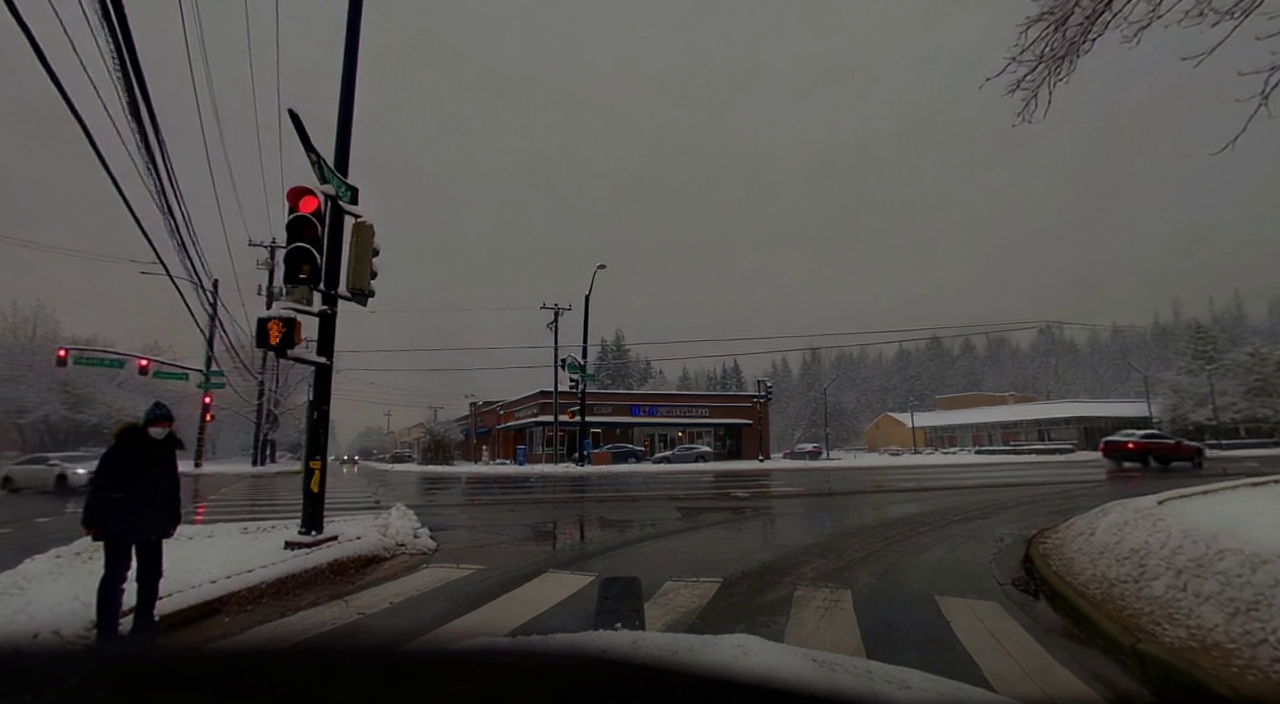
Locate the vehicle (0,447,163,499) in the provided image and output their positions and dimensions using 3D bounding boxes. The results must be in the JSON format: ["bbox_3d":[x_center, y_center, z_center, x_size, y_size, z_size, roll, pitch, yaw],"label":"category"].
[{"bbox_3d":[-17.480,3.673,19.587,4.799,1.438,1.899,-3,-9,21],"label":"vehicle"}]

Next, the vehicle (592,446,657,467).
[{"bbox_3d":[-1.136,7.542,45.817,4.391,1.451,1.717,4,-9,-25],"label":"vehicle"}]

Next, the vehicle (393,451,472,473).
[{"bbox_3d":[-14.101,7.445,42.997,4.837,1.407,1.818,4,-9,-26],"label":"vehicle"}]

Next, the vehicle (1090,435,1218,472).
[{"bbox_3d":[22.137,4.335,27.225,4.700,1.479,2.095,3,-9,-22],"label":"vehicle"}]
